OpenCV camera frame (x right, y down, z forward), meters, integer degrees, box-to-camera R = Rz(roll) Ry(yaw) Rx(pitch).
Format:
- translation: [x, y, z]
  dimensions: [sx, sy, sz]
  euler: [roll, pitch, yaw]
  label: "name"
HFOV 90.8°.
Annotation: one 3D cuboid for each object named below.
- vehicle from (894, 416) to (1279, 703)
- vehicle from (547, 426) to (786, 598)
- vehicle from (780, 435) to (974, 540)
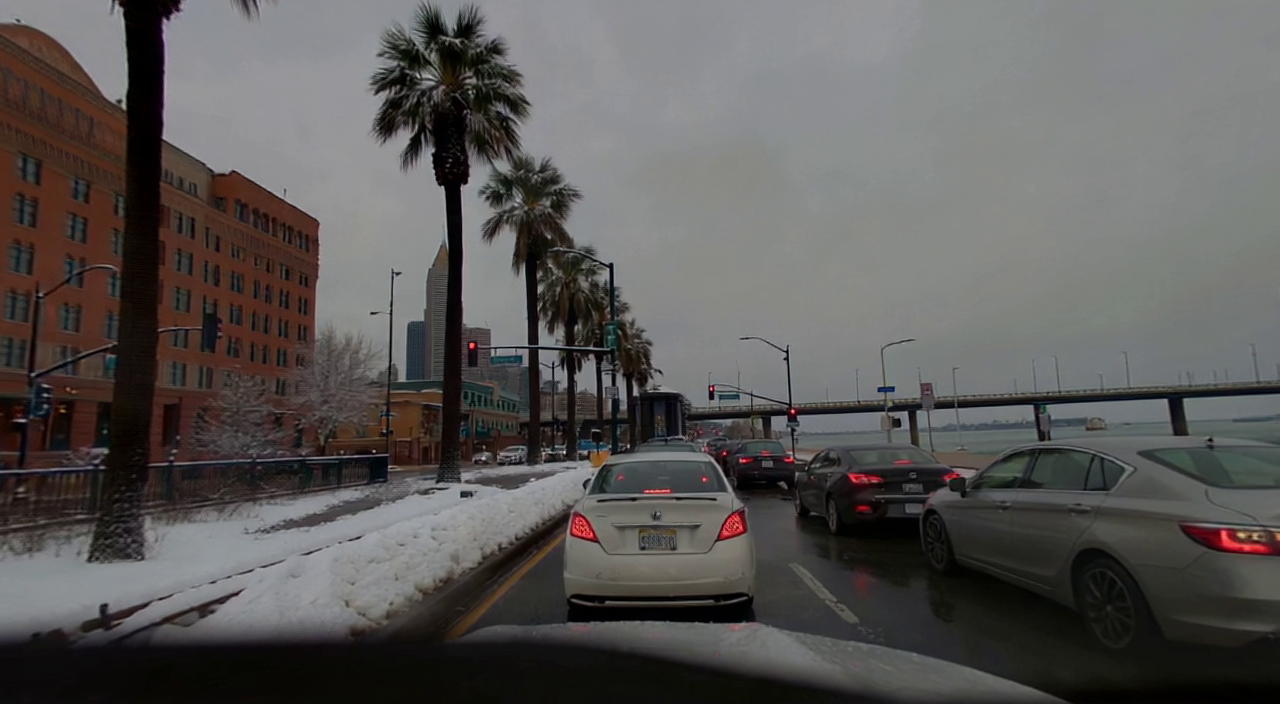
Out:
- translation: [3.912, 1.360, 5.091]
  dimensions: [1.913, 1.469, 4.425]
  euler: [0, -9, 1]
  label: "vehicle"
- translation: [0.263, 1.698, 7.486]
  dimensions: [2.093, 1.503, 3.681]
  euler: [0, -9, 1]
  label: "vehicle"
- translation: [3.893, 2.285, 11.325]
  dimensions: [1.920, 1.490, 4.417]
  euler: [-1, -9, 2]
  label: "vehicle"
